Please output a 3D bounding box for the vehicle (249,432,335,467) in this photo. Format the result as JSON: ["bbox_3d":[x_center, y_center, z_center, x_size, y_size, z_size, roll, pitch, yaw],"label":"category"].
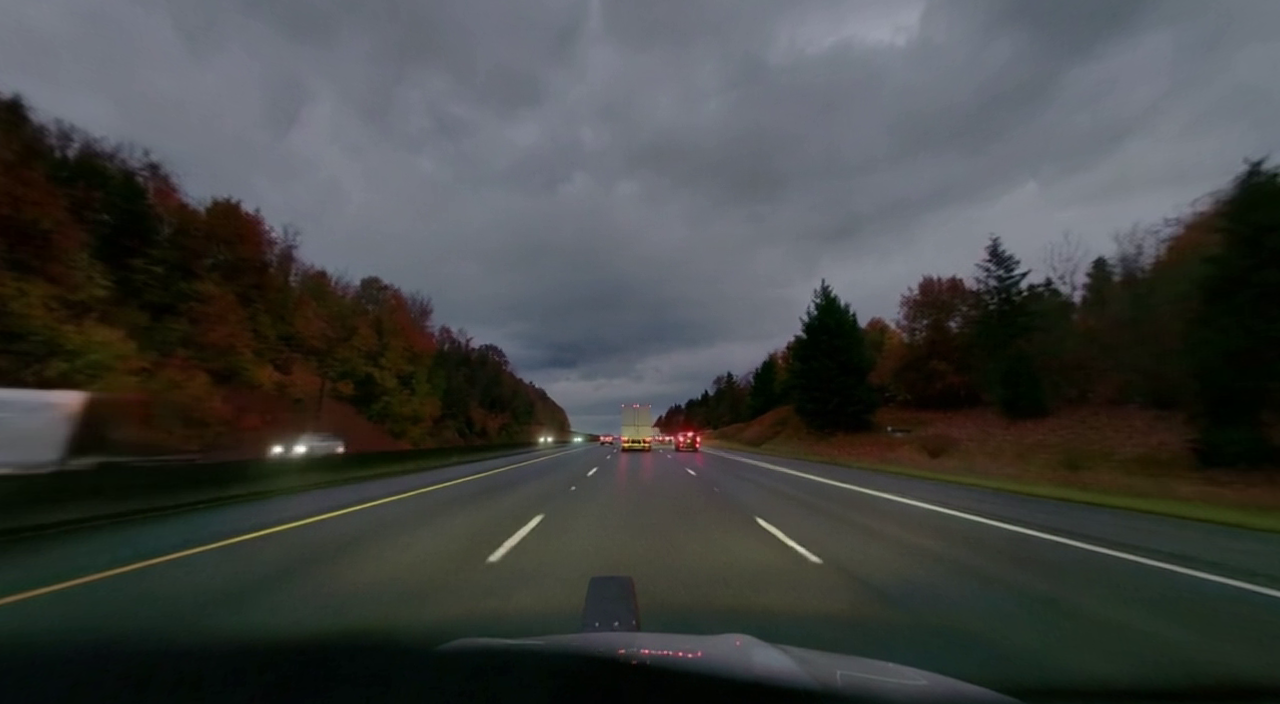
[{"bbox_3d":[-20.000,5.620,36.438,2.070,1.882,5.035,0,-8,0],"label":"vehicle"}]

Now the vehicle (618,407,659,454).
[{"bbox_3d":[-0.210,5.416,43.282,2.631,2.957,6.512,0,-8,-2],"label":"vehicle"}]
